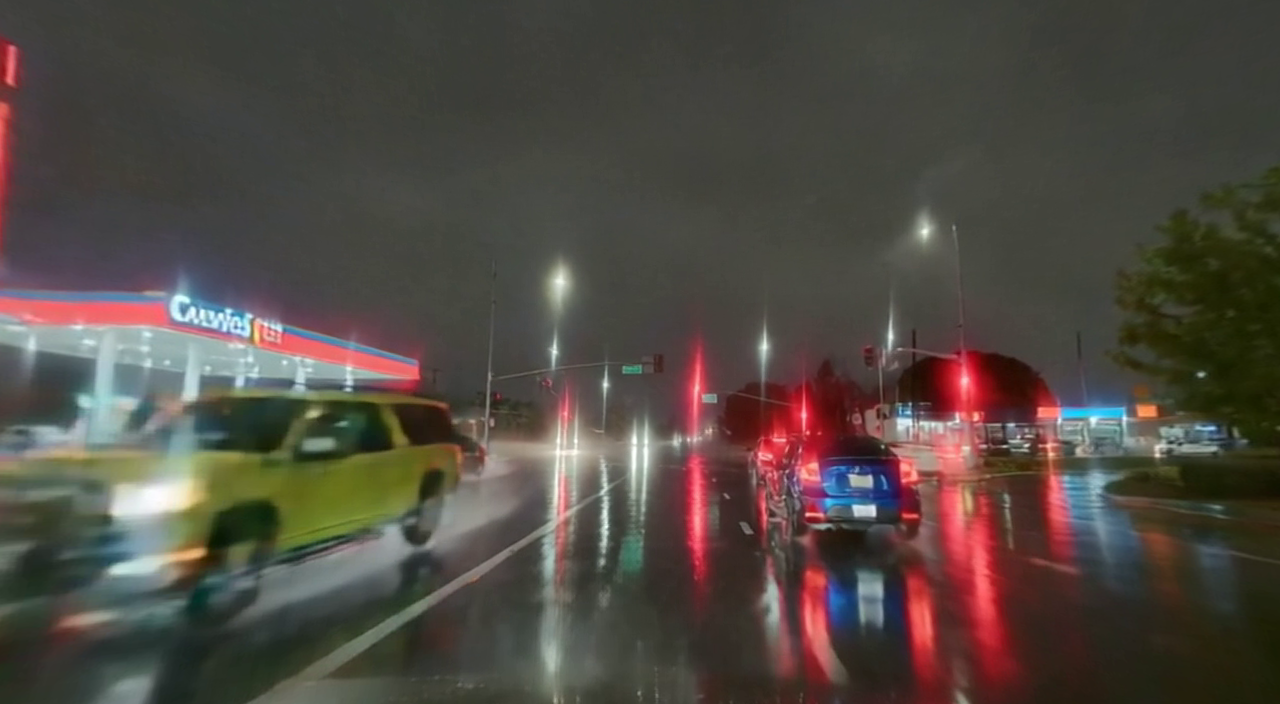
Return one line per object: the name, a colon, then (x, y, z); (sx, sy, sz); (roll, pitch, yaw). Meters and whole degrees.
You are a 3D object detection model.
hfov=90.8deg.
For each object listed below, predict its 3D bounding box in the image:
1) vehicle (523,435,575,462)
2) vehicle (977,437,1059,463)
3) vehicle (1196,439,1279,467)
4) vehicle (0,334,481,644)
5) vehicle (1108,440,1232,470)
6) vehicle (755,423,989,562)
vehicle: (-6.387, 6.679, 43.847); (2.196, 1.696, 4.484); (4, -9, -27)
vehicle: (25.595, 6.631, 42.964); (4.562, 1.676, 1.819); (-5, -10, 29)
vehicle: (36.716, 6.044, 37.851); (4.568, 1.643, 1.911); (-3, -9, 18)
vehicle: (-3.645, 1.227, 6.655); (2.334, 1.966, 5.056); (-1, -8, 3)
vehicle: (27.195, 5.289, 32.618); (4.510, 1.483, 1.774); (-4, -9, 24)
vehicle: (2.984, 1.886, 9.299); (1.995, 1.525, 4.392); (-1, -8, 3)
